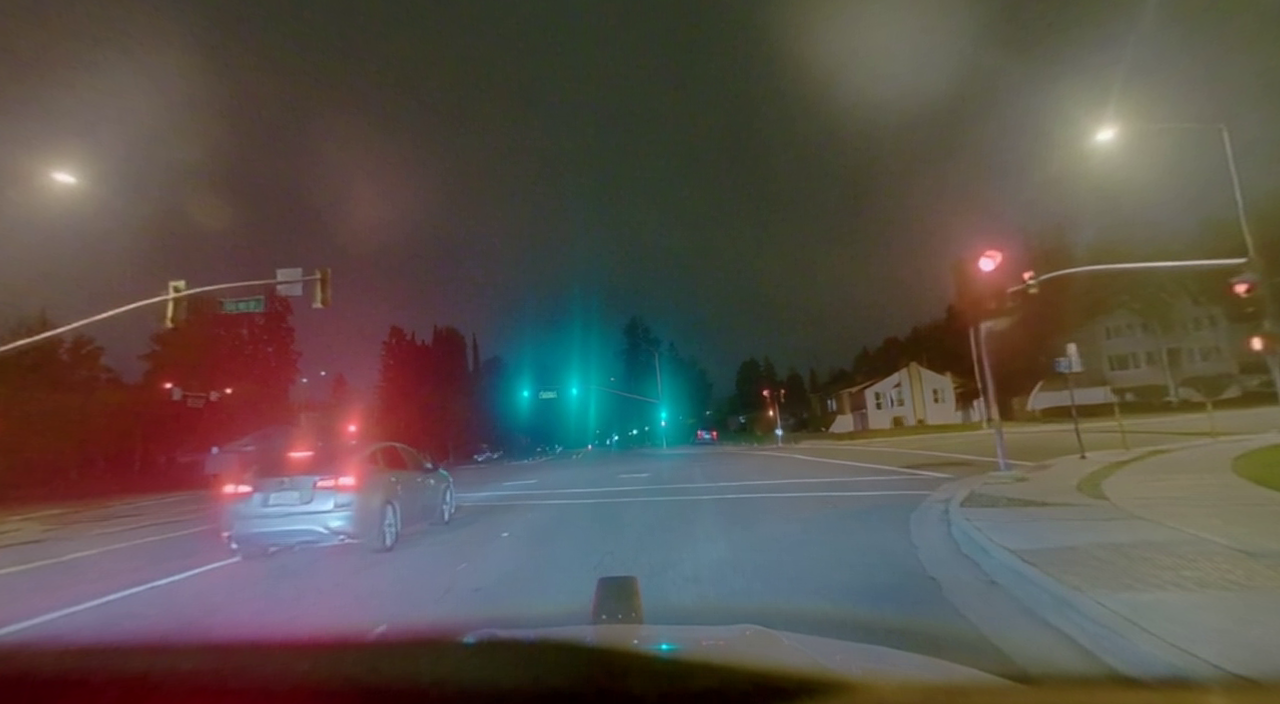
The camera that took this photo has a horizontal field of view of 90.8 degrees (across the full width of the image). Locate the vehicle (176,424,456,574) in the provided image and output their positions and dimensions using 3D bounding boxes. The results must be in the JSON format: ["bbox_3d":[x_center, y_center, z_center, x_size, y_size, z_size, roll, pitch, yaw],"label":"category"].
[{"bbox_3d":[-3.929,1.786,8.531,1.777,1.537,3.831,0,-8,-1],"label":"vehicle"}]
